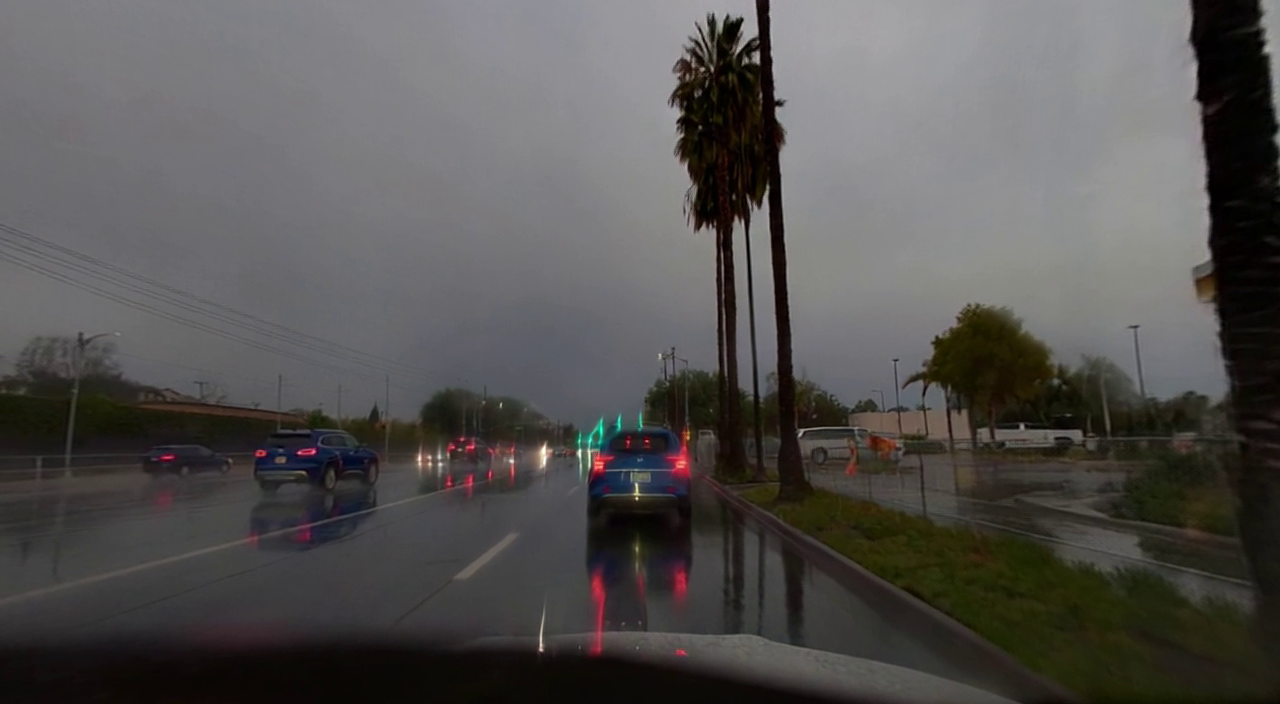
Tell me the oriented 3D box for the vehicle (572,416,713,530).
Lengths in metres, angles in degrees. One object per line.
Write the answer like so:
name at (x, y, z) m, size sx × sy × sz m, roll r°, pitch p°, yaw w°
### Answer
vehicle at (0.069, 2.133, 11.531) m, size 2.121 × 1.710 × 3.893 m, roll 0°, pitch -8°, yaw 1°

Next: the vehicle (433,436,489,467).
vehicle at (-10.556, 5.900, 37.384) m, size 1.965 × 1.743 × 4.327 m, roll 0°, pitch -8°, yaw 1°

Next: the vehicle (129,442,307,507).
vehicle at (-10.038, 2.900, 15.306) m, size 1.924 × 1.384 × 3.426 m, roll 0°, pitch -8°, yaw 0°

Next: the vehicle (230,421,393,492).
vehicle at (-10.045, 3.248, 19.876) m, size 2.269 × 1.934 × 5.350 m, roll 0°, pitch -8°, yaw 0°

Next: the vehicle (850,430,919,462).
vehicle at (12.075, 4.687, 31.252) m, size 1.681 × 1.503 × 3.781 m, roll 1°, pitch -8°, yaw -4°

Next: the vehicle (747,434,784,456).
vehicle at (9.160, 6.835, 46.167) m, size 1.929 × 1.496 × 4.245 m, roll 0°, pitch -8°, yaw 0°

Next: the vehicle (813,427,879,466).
vehicle at (8.246, 3.760, 24.958) m, size 1.837 × 1.416 × 3.947 m, roll -4°, pitch -9°, yaw 27°

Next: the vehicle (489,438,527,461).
vehicle at (-10.442, 7.762, 49.897) m, size 1.998 × 1.731 × 4.952 m, roll 0°, pitch -8°, yaw -1°
